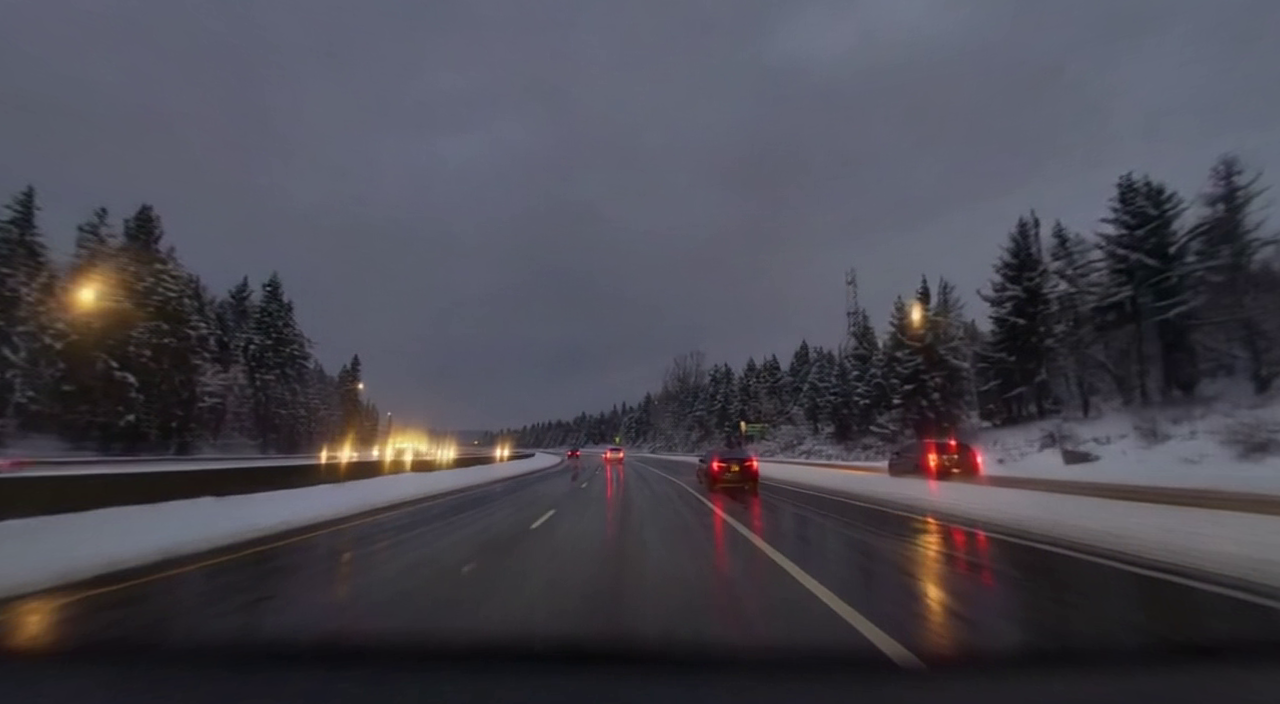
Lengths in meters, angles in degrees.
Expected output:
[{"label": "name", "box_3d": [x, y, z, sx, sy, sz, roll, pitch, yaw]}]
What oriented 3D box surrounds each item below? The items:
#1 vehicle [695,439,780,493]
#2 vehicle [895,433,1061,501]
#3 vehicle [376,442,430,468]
[{"label": "vehicle", "box_3d": [2.994, 3.590, 20.120, 1.975, 1.562, 3.823, 0, -9, -2]}, {"label": "vehicle", "box_3d": [9.182, 3.160, 17.694, 1.909, 1.634, 4.739, 0, -9, -2]}, {"label": "vehicle", "box_3d": [-18.087, 7.882, 48.333, 2.148, 1.902, 5.385, 0, -9, -2]}]
